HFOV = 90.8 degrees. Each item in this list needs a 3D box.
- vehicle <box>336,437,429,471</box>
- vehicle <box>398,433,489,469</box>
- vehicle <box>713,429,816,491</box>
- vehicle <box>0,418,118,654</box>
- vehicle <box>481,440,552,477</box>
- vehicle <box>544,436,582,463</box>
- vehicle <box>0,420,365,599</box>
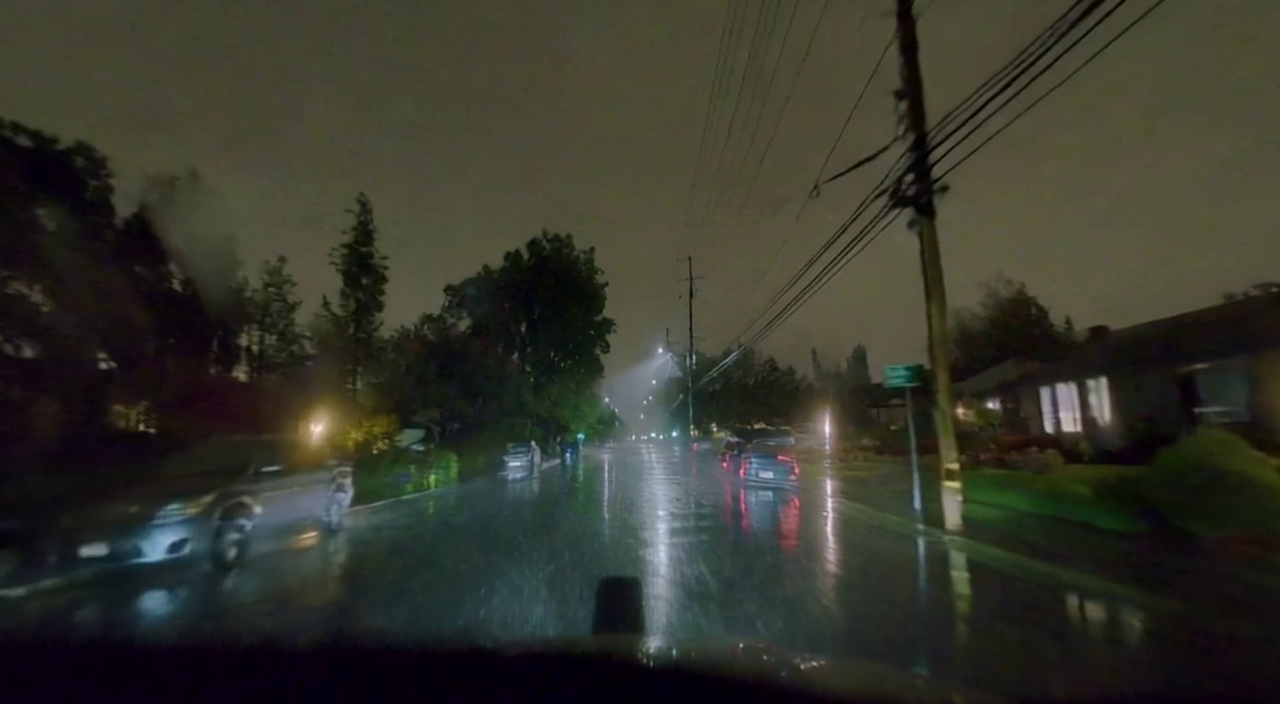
[{"bbox_3d":[-15.727,6.210,38.677,4.747,1.899,2.181,-1,-7,13],"label":"vehicle"},{"bbox_3d":[-12.635,6.434,40.903,5.096,2.213,2.354,1,-10,-3],"label":"vehicle"},{"bbox_3d":[3.736,3.318,19.878,2.247,1.618,4.655,2,-8,0],"label":"vehicle"},{"bbox_3d":[-5.812,1.239,3.733,2.035,1.736,3.955,-2,-10,0],"label":"vehicle"},{"bbox_3d":[-5.731,5.021,29.904,2.199,1.439,4.757,-4,-9,2],"label":"vehicle"},{"bbox_3d":[-5.657,7.238,46.806,2.118,1.753,4.377,-4,-9,1],"label":"vehicle"},{"bbox_3d":[-5.852,1.993,8.936,1.989,1.756,4.378,-4,-8,0],"label":"vehicle"}]
